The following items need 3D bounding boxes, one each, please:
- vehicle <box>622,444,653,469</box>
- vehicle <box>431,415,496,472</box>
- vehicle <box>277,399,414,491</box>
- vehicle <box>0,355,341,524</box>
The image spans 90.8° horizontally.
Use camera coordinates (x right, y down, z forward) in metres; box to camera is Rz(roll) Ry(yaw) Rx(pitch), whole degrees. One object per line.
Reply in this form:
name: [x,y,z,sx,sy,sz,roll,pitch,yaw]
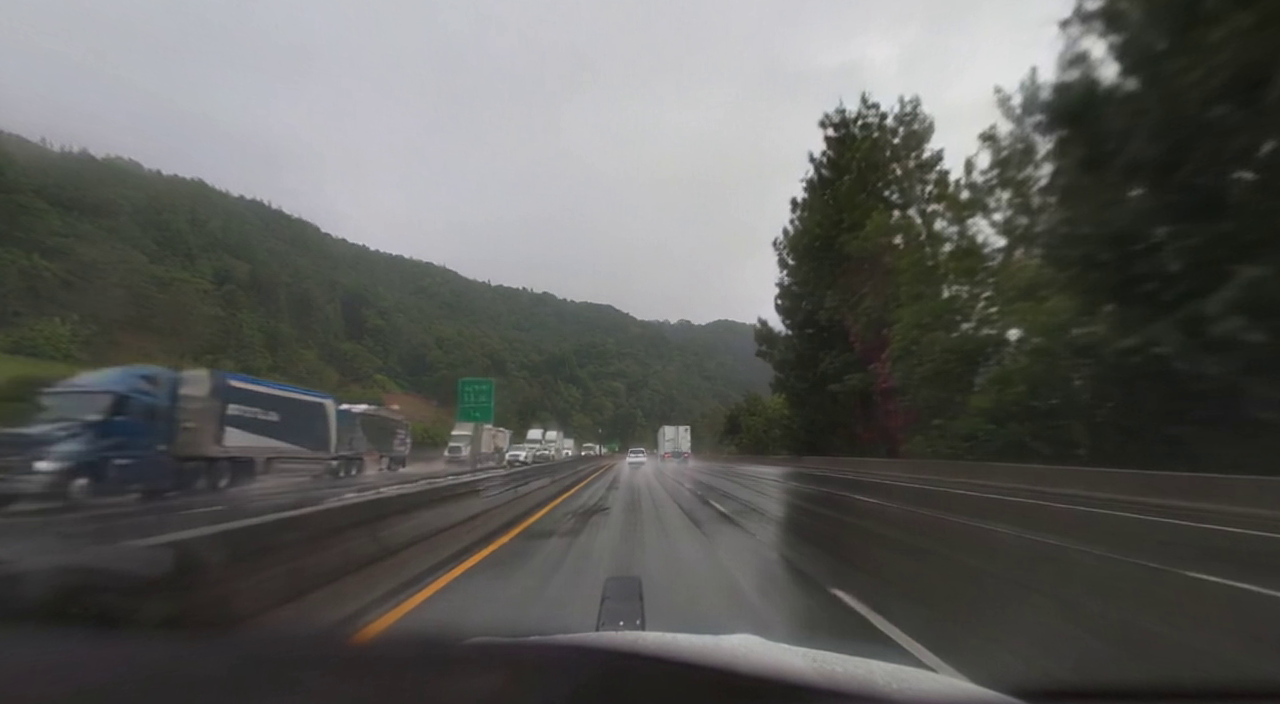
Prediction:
vehicle: [-0.176,7.629,46.128,2.137,1.689,4.051,0,-9,0]
vehicle: [-12.730,6.694,46.073,2.948,3.877,6.066,0,-9,-1]
vehicle: [-13.088,4.270,28.962,2.668,3.649,7.436,0,-9,0]
vehicle: [-13.206,2.710,19.329,2.919,3.755,10.586,0,-9,0]
